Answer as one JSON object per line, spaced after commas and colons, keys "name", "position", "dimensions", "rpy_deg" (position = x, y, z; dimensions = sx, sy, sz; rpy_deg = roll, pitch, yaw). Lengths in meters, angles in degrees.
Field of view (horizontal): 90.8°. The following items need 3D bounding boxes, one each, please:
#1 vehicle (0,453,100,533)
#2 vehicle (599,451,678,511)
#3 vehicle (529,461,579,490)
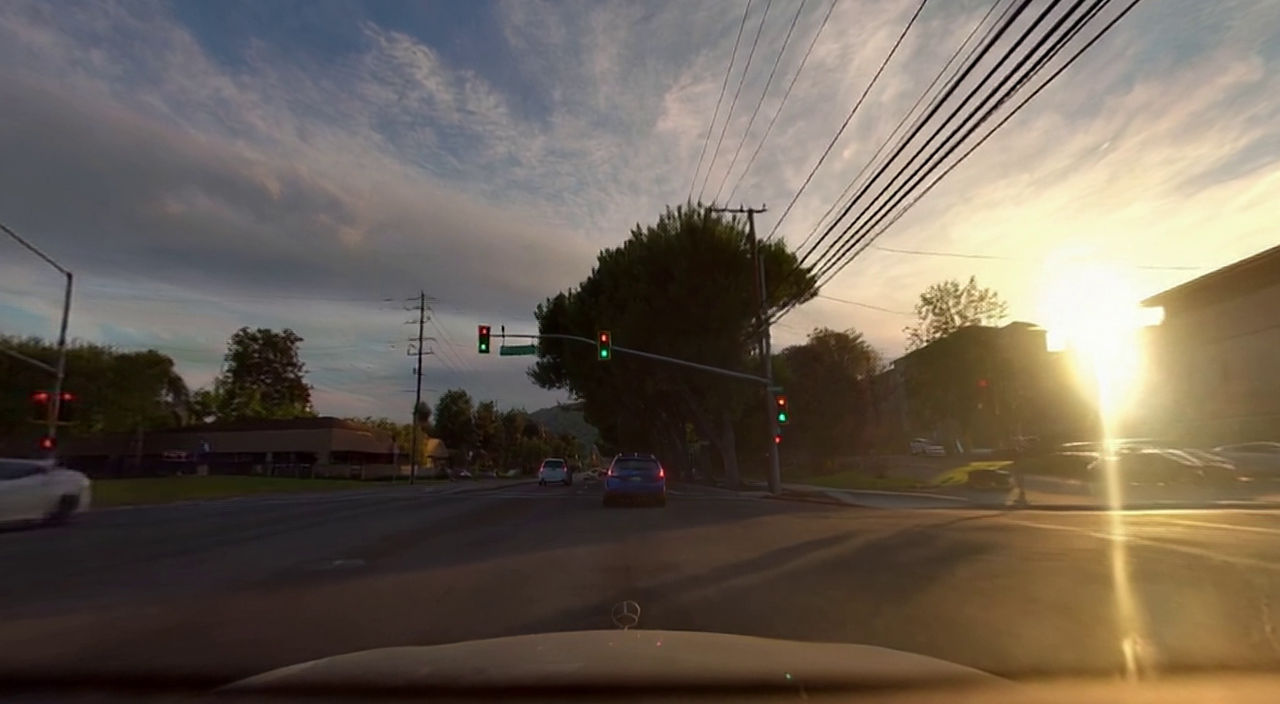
{"name": "vehicle", "position": [-13.675, 2.771, 12.418], "dimensions": [2.025, 1.571, 4.636], "rpy_deg": [0, -9, -1]}
{"name": "vehicle", "position": [-0.081, 3.891, 19.428], "dimensions": [2.156, 1.636, 3.923], "rpy_deg": [0, -9, -1]}
{"name": "vehicle", "position": [-4.711, 6.817, 35.165], "dimensions": [2.153, 1.474, 4.284], "rpy_deg": [0, -9, 0]}
